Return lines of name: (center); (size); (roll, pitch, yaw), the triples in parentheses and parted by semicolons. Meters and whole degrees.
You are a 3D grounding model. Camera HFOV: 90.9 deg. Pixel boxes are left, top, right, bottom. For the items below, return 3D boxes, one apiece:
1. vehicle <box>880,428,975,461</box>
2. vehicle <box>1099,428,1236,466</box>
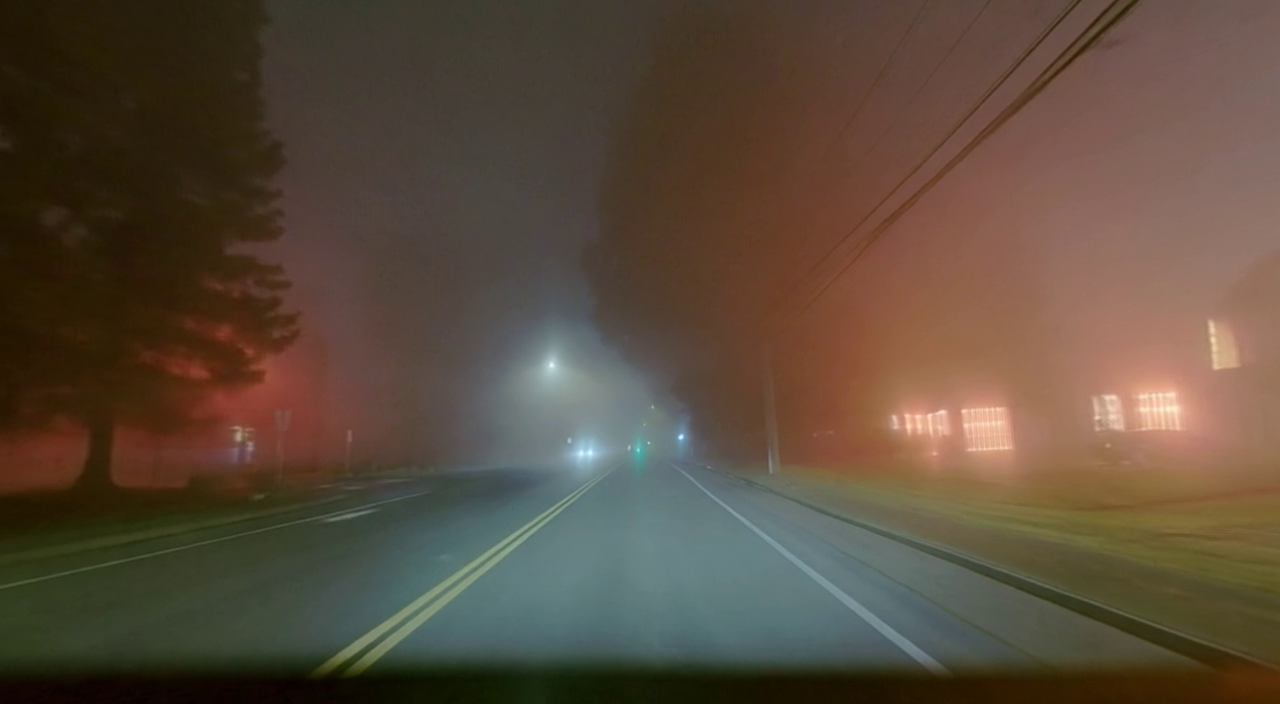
vehicle: (18.438, 5.966, 40.570); (4.978, 1.991, 2.234); (-1, -8, 3)
vehicle: (21.309, 3.843, 25.566); (3.879, 1.452, 1.838); (0, -9, 0)
